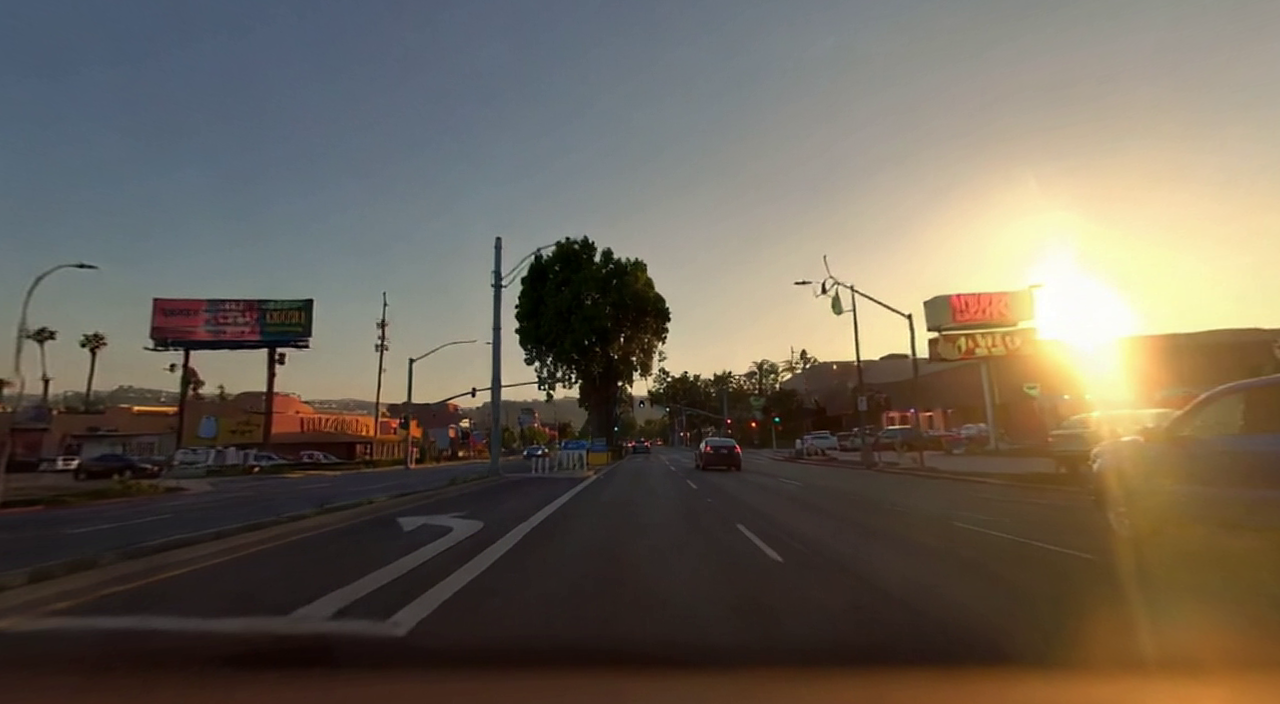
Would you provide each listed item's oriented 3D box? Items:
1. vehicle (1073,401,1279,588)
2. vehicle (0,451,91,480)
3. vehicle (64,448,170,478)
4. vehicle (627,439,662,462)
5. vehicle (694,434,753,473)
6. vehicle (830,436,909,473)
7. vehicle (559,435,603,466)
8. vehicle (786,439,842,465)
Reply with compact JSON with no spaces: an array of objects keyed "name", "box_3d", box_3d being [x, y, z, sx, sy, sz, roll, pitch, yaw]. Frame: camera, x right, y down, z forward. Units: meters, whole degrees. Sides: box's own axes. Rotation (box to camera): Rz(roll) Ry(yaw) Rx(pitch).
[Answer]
[{"name":"vehicle","box_3d":[6.628,1.212,5.321,2.140,1.606,5.437,0,-8,0]},{"name":"vehicle","box_3d":[-40.239,7.632,42.768,1.879,1.747,4.268,-7,-11,40]},{"name":"vehicle","box_3d":[-35.654,7.533,43.169,5.329,1.893,2.122,8,-11,-42]},{"name":"vehicle","box_3d":[0.280,6.574,42.289,2.258,1.468,4.076,0,-8,0]},{"name":"vehicle","box_3d":[3.506,4.378,27.395,1.889,1.541,4.303,0,-8,-1]},{"name":"vehicle","box_3d":[10.557,4.735,29.397,1.965,1.573,4.308,0,-8,-1]},{"name":"vehicle","box_3d":[-3.409,5.823,37.446,2.117,1.751,4.478,0,-8,0]},{"name":"vehicle","box_3d":[10.540,6.097,38.720,1.957,1.500,4.816,0,-8,-2]}]
